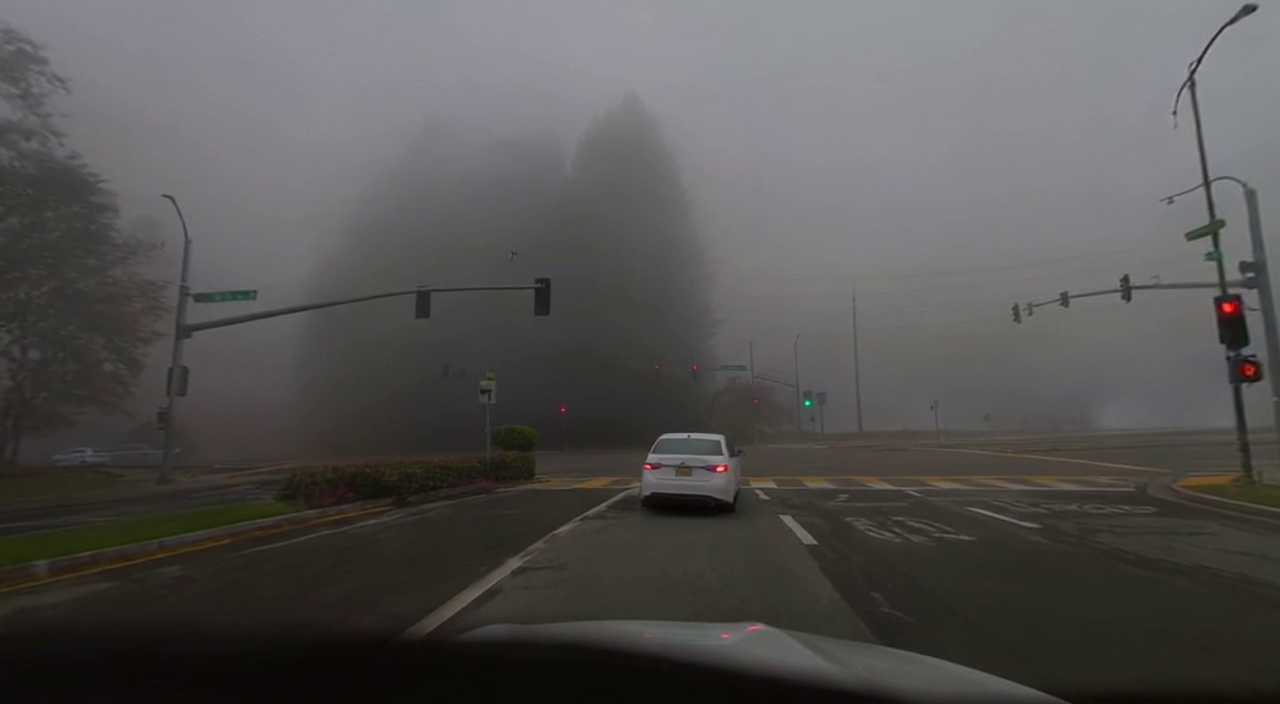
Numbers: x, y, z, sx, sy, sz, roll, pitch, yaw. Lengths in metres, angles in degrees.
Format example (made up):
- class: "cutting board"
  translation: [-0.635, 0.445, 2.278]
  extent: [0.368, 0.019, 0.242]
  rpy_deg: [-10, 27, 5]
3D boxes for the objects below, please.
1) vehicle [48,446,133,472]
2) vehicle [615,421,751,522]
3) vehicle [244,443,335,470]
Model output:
- class: "vehicle"
  translation: [-36.489, 7.080, 41.690]
  extent: [4.612, 1.673, 1.972]
  rpy_deg: [-3, -9, 17]
- class: "vehicle"
  translation: [0.867, 2.255, 12.411]
  extent: [2.139, 1.564, 4.901]
  rpy_deg: [-1, -8, 5]
- class: "vehicle"
  translation: [-20.774, 6.160, 37.217]
  extent: [4.735, 1.472, 1.932]
  rpy_deg: [-3, -9, 19]
